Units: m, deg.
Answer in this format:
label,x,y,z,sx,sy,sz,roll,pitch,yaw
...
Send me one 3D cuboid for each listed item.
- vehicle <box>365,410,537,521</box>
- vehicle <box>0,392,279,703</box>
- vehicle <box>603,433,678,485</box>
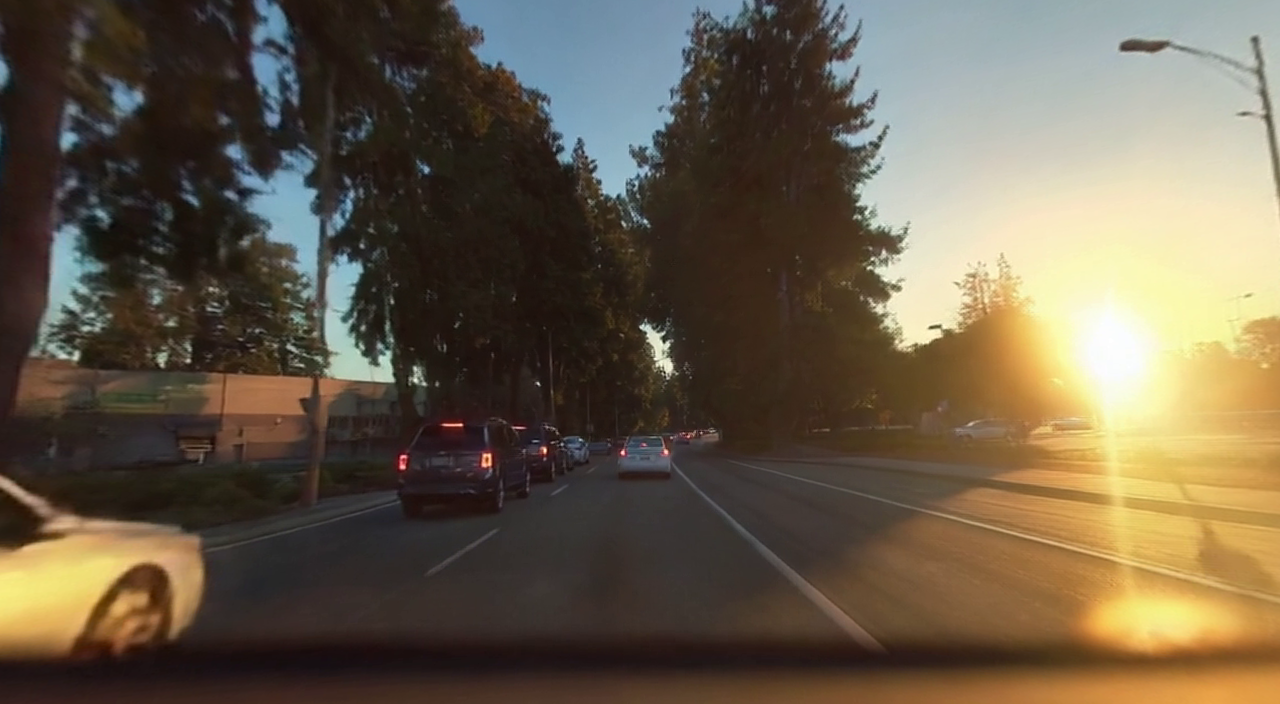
label,x,y,z,sx,sy,sz,roll,pitch,yaw
vehicle,-3.363,2.130,12.248,2.046,1.751,4.208,0,-8,-1
vehicle,-3.455,0.830,1.852,2.139,1.487,4.453,0,-8,0
vehicle,-0.013,3.329,19.916,2.126,1.475,3.967,0,-8,-1
